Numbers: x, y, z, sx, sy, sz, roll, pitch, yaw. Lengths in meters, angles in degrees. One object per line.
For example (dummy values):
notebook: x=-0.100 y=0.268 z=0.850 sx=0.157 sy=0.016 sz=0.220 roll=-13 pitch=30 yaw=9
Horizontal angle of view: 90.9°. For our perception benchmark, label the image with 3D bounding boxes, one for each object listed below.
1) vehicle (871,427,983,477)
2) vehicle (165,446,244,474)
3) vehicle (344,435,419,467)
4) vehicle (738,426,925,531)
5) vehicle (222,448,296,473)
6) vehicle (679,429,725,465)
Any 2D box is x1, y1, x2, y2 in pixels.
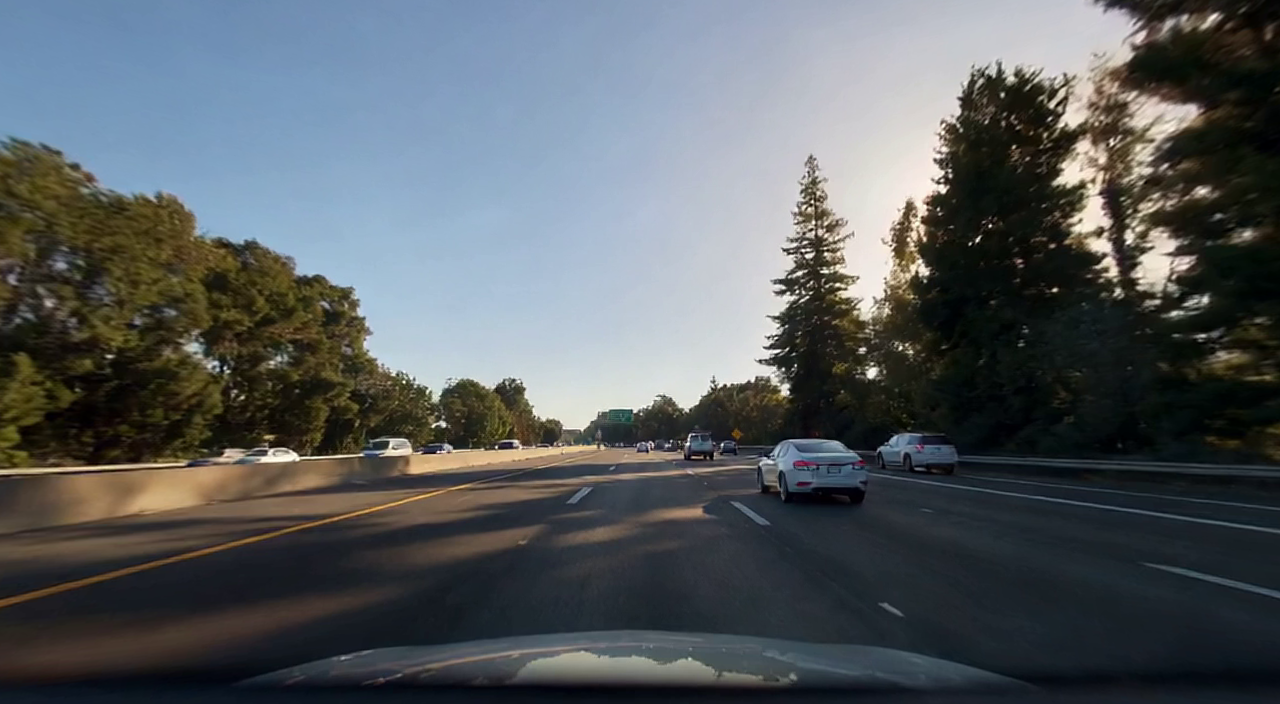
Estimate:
vehicle: x=11.507 y=4.050 z=25.776 sx=2.084 sy=1.786 sz=5.065 roll=0 pitch=-8 yaw=-1
vehicle: x=-29.275 y=7.253 z=42.591 sx=1.919 sy=1.711 sz=4.710 roll=0 pitch=-8 yaw=0
vehicle: x=-17.898 y=6.895 z=44.172 sx=2.550 sy=2.068 sz=6.244 roll=0 pitch=-8 yaw=1
vehicle: x=3.226 y=2.229 z=11.809 sx=1.978 sy=1.535 sz=4.705 roll=0 pitch=-8 yaw=-1
vehicle: x=-24.672 y=6.998 z=41.025 sx=1.862 sy=1.471 sz=4.662 roll=0 pitch=-8 yaw=1
vehicle: x=3.689 y=5.772 z=38.428 sx=2.218 sy=1.964 sz=5.662 roll=0 pitch=-8 yaw=0
